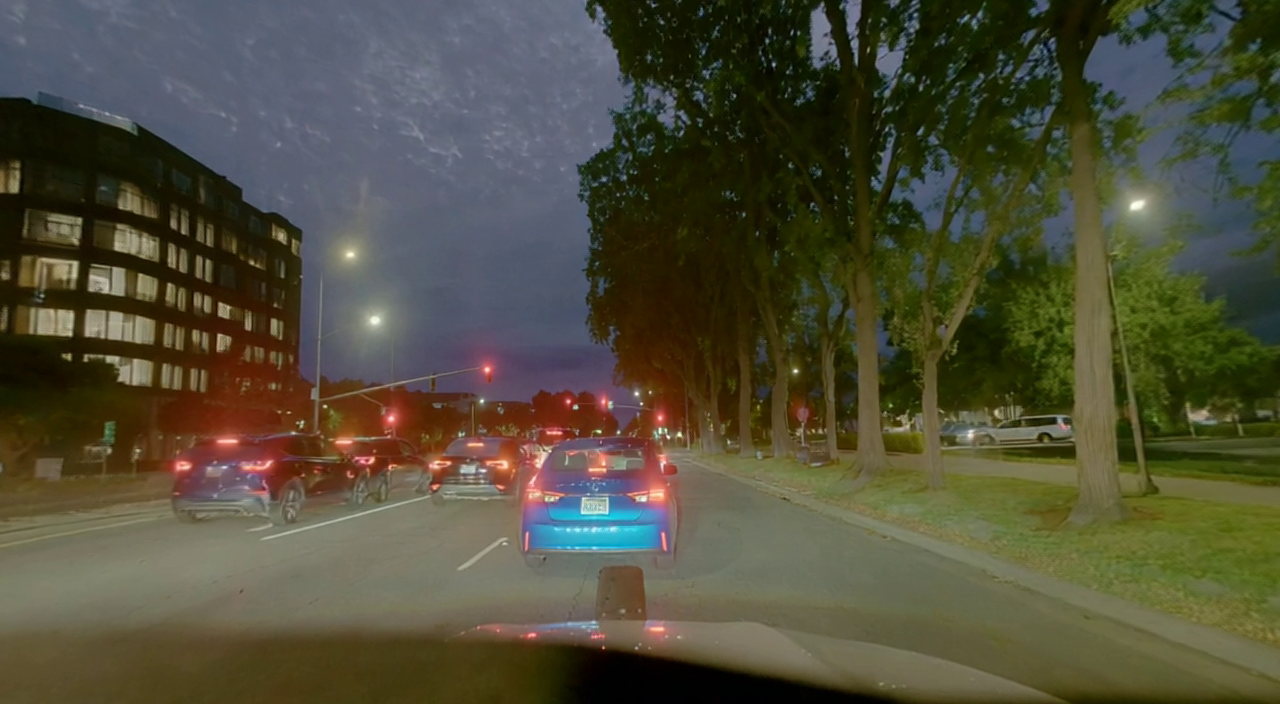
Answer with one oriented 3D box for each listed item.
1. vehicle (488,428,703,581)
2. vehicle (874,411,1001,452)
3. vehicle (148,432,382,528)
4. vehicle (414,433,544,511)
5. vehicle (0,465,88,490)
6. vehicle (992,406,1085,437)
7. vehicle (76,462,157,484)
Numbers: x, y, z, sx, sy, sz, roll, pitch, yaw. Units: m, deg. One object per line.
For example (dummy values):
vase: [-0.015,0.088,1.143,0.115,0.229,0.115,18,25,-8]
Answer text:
vehicle: [-0.419,1.802,8.235,2.104,1.472,3.946,0,-9,0]
vehicle: [13.940,3.779,29.826,4.975,1.809,1.956,0,-9,1]
vehicle: [-7.278,2.506,12.942,2.096,1.593,4.288,0,-9,1]
vehicle: [-3.624,2.768,15.021,1.969,1.570,4.019,0,-9,1]
vehicle: [-36.622,7.633,38.544,4.093,1.440,1.804,0,-9,0]
vehicle: [28.231,4.968,44.998,5.333,1.880,2.130,-7,-9,28]
vehicle: [-36.342,8.392,43.883,3.918,1.423,1.861,0,-9,-1]
